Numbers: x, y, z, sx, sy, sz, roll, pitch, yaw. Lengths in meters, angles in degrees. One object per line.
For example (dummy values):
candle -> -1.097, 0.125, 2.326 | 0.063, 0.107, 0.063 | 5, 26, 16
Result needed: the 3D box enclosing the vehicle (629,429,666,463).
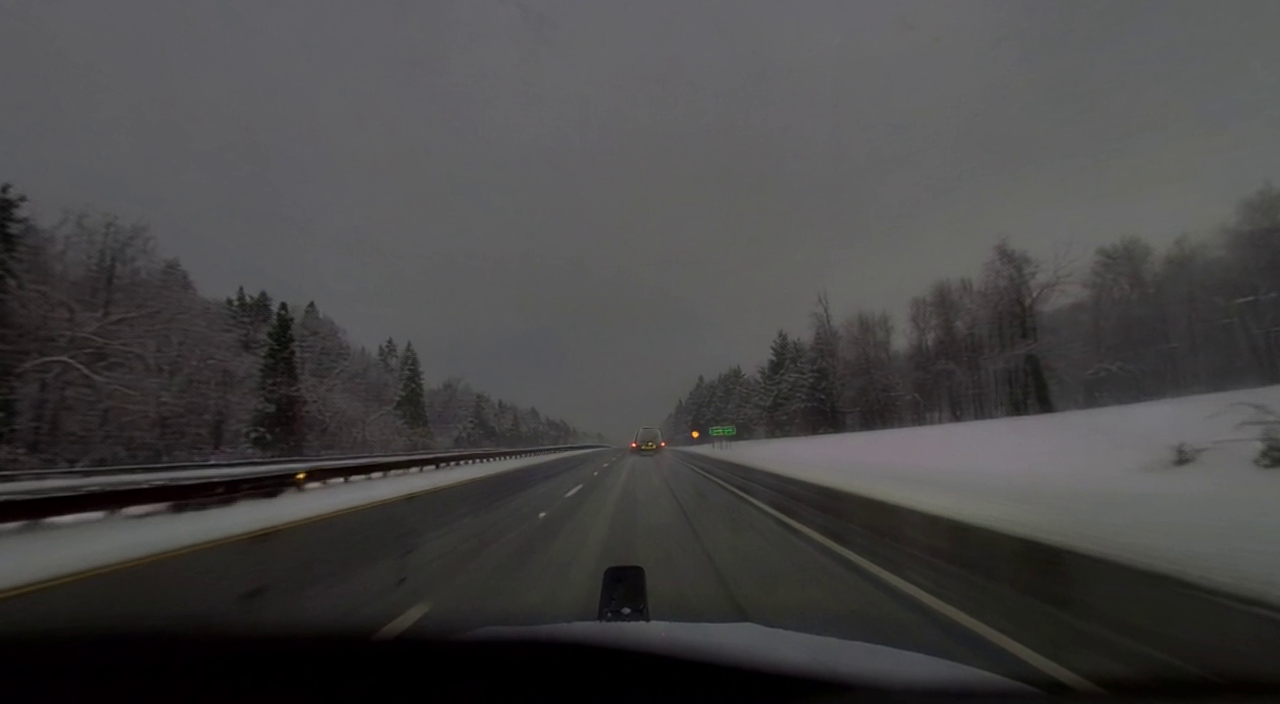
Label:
vehicle -> 0.516, 6.142, 41.243 | 2.277, 2.109, 4.922 | 0, -8, 1
